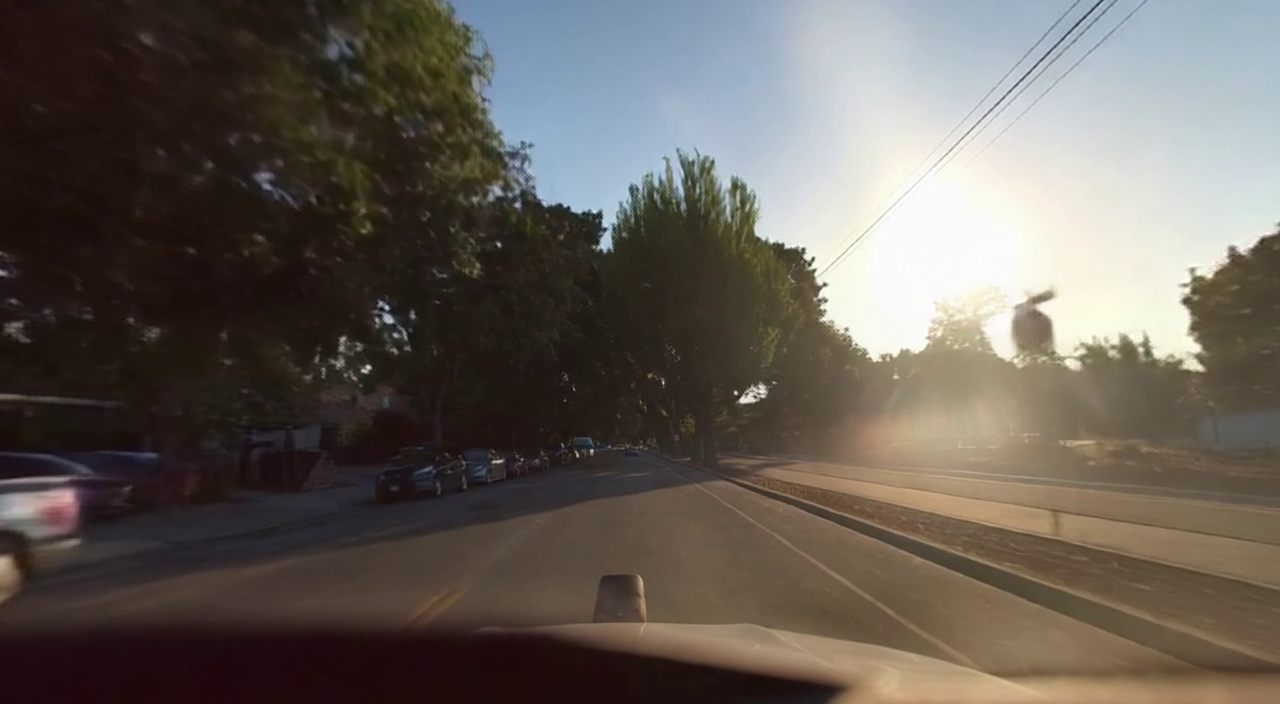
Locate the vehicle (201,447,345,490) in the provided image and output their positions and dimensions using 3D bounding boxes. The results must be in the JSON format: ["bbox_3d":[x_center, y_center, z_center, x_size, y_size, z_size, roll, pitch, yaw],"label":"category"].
[{"bbox_3d":[-14.019,4.449,24.264,4.189,1.450,2.196,-1,-9,0],"label":"vehicle"}]

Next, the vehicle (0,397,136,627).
[{"bbox_3d":[-6.467,1.107,3.753,2.350,1.892,5.542,1,-8,-1],"label":"vehicle"}]

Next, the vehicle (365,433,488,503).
[{"bbox_3d":[-6.544,3.604,20.065,2.020,1.842,5.116,1,-8,1],"label":"vehicle"}]
